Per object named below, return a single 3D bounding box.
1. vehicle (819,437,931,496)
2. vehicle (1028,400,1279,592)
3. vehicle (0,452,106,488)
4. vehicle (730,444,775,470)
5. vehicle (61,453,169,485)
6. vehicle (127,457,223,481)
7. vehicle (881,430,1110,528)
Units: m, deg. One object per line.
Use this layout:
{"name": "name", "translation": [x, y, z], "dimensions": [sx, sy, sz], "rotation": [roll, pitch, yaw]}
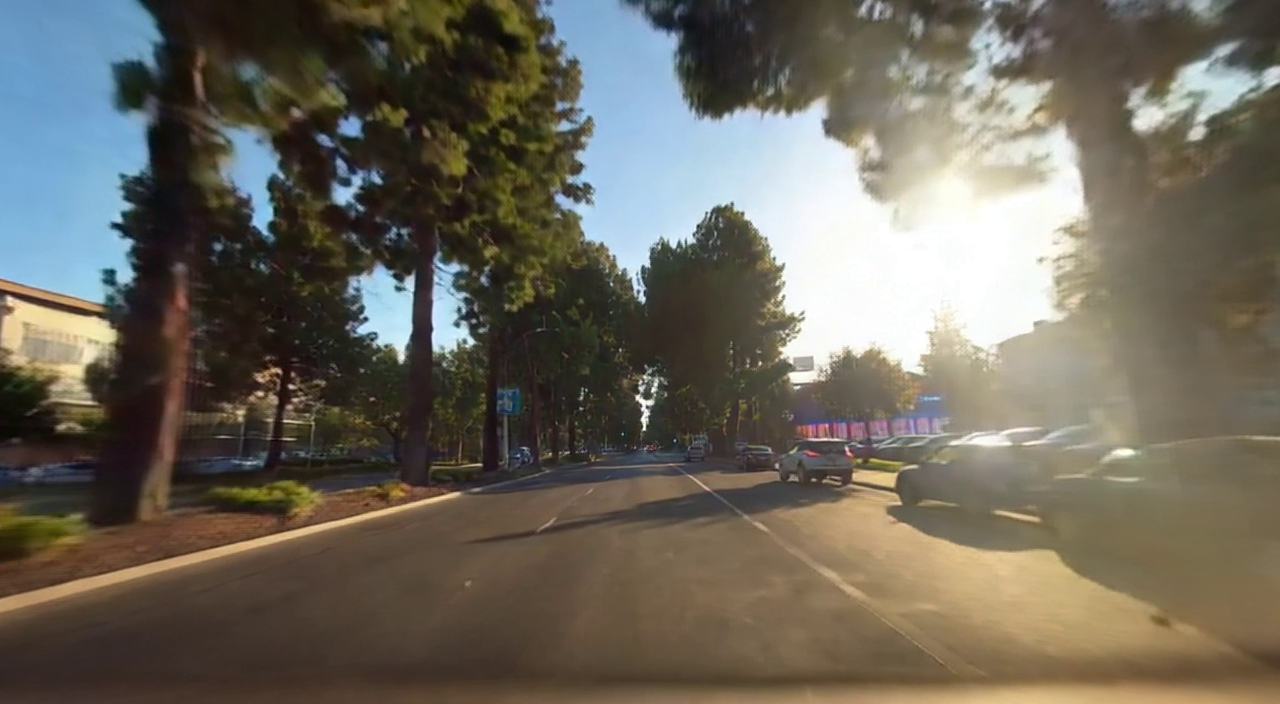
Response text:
{"name": "vehicle", "translation": [7.141, 3.500, 19.679], "dimensions": [1.919, 1.616, 4.315], "rotation": [0, -8, 1]}
{"name": "vehicle", "translation": [6.886, 1.492, 6.984], "dimensions": [2.084, 1.736, 4.754], "rotation": [0, -9, 0]}
{"name": "vehicle", "translation": [-32.265, 6.339, 33.895], "dimensions": [4.963, 1.714, 2.311], "rotation": [-2, -9, -1]}
{"name": "vehicle", "translation": [7.376, 6.910, 41.765], "dimensions": [2.122, 1.602, 4.928], "rotation": [-1, -9, 1]}
{"name": "vehicle", "translation": [-32.225, 7.178, 38.754], "dimensions": [4.663, 1.861, 2.194], "rotation": [0, -9, 2]}
{"name": "vehicle", "translation": [-31.452, 7.901, 42.739], "dimensions": [4.795, 1.555, 2.221], "rotation": [0, -9, 2]}
{"name": "vehicle", "translation": [6.945, 2.515, 13.124], "dimensions": [1.986, 1.634, 4.783], "rotation": [0, -8, 0]}
